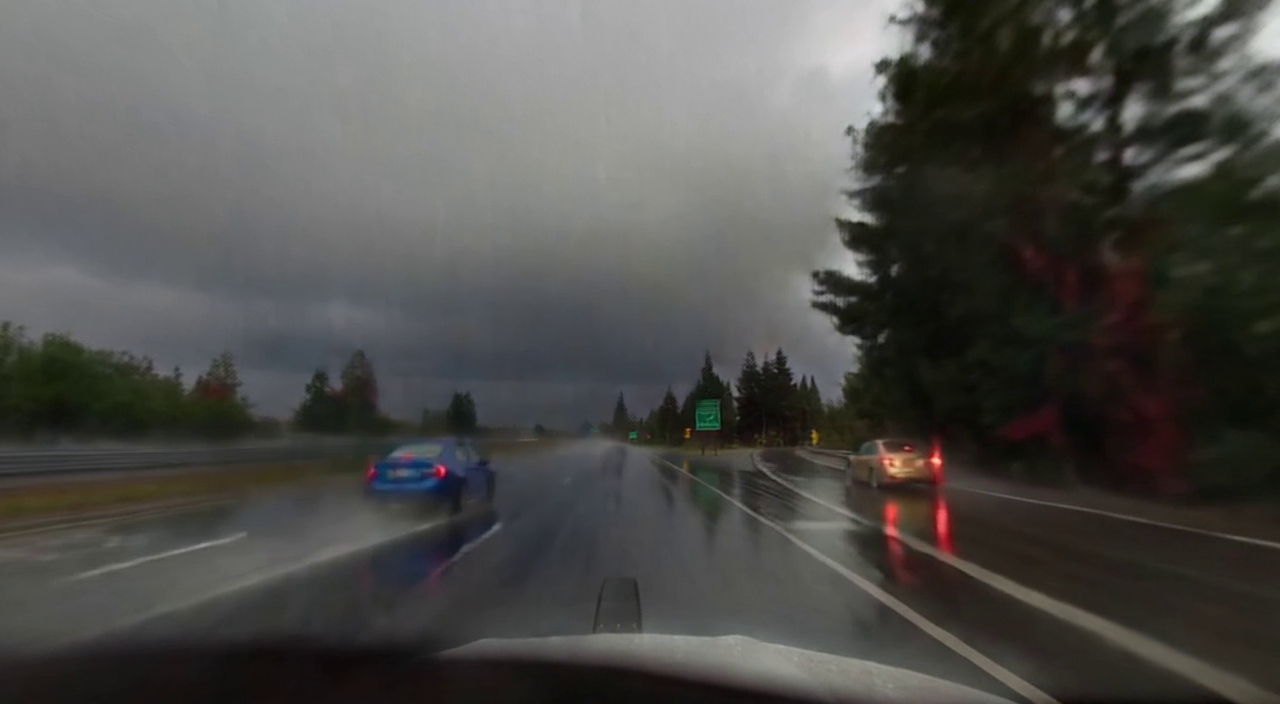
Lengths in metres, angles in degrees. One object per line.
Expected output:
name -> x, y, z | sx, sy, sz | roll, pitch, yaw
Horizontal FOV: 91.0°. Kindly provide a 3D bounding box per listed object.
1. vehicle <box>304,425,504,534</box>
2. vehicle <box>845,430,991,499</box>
vehicle -> -3.853, 2.122, 11.169 | 2.008, 1.567, 3.959 | 0, -8, 0
vehicle -> 7.355, 2.988, 17.324 | 2.084, 1.614, 4.762 | -1, -8, 4
